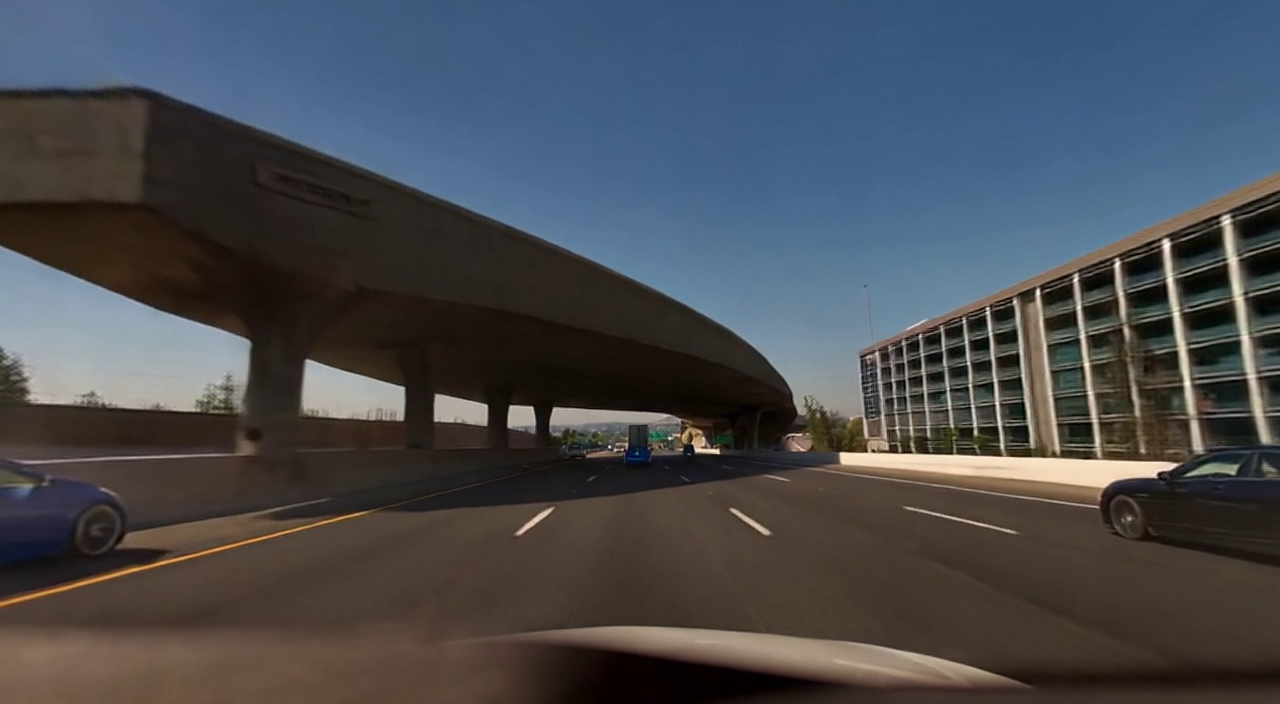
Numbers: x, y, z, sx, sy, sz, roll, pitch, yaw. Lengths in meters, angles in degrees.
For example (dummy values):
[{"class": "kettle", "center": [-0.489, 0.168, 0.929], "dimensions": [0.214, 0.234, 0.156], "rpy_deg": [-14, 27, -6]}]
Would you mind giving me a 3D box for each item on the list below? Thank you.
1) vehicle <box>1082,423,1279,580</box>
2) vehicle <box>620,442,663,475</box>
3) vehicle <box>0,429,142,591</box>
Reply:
[{"class": "vehicle", "center": [7.133, 1.478, 6.310], "dimensions": [1.937, 1.498, 4.710], "rpy_deg": [0, -8, -1]}, {"class": "vehicle", "center": [0.084, 5.261, 31.438], "dimensions": [2.036, 1.542, 3.891], "rpy_deg": [0, -8, 0]}, {"class": "vehicle", "center": [-6.873, 1.372, 5.223], "dimensions": [1.978, 1.477, 4.239], "rpy_deg": [0, -8, 0]}]
